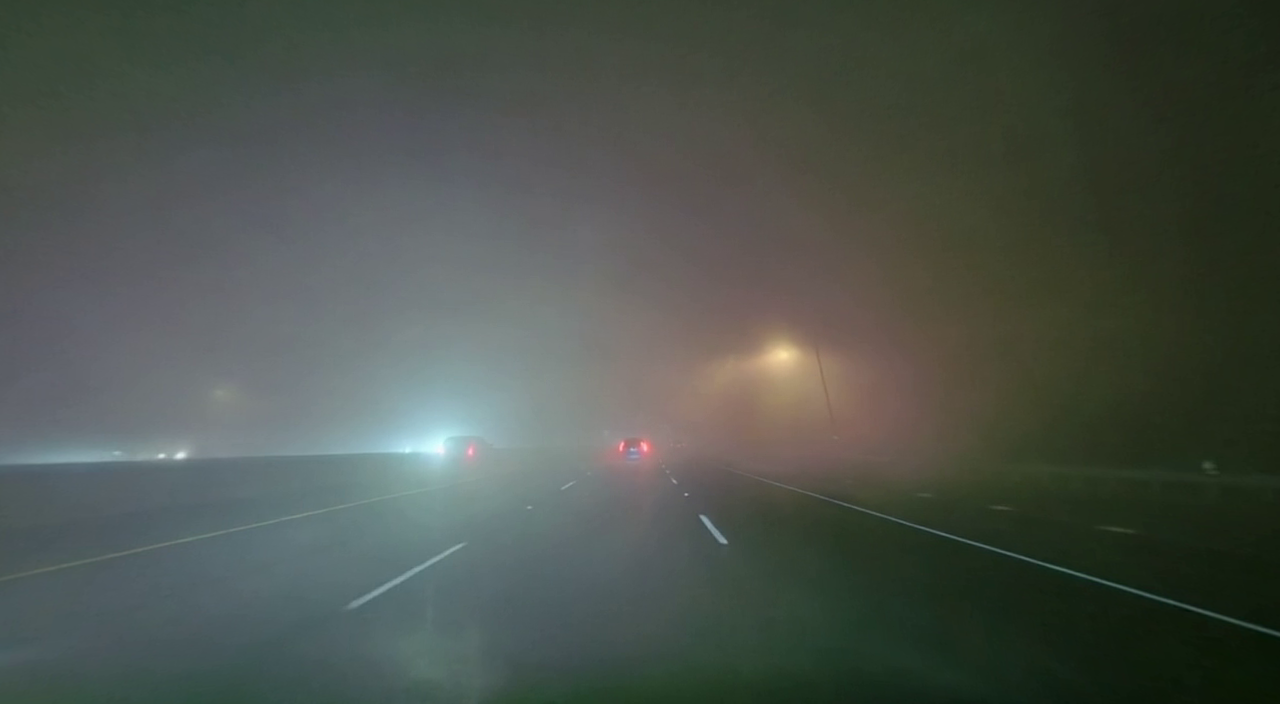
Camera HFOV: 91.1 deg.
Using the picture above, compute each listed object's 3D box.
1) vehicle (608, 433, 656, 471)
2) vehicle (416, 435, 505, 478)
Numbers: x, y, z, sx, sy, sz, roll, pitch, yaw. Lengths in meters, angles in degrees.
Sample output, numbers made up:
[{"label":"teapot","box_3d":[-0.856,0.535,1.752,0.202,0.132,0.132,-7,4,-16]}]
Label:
[{"label":"vehicle","box_3d":[-0.312,4.795,30.204,2.155,1.690,4.318,0,-9,1]},{"label":"vehicle","box_3d":[-6.914,4.076,24.740,1.994,1.519,4.668,0,-9,2]}]
